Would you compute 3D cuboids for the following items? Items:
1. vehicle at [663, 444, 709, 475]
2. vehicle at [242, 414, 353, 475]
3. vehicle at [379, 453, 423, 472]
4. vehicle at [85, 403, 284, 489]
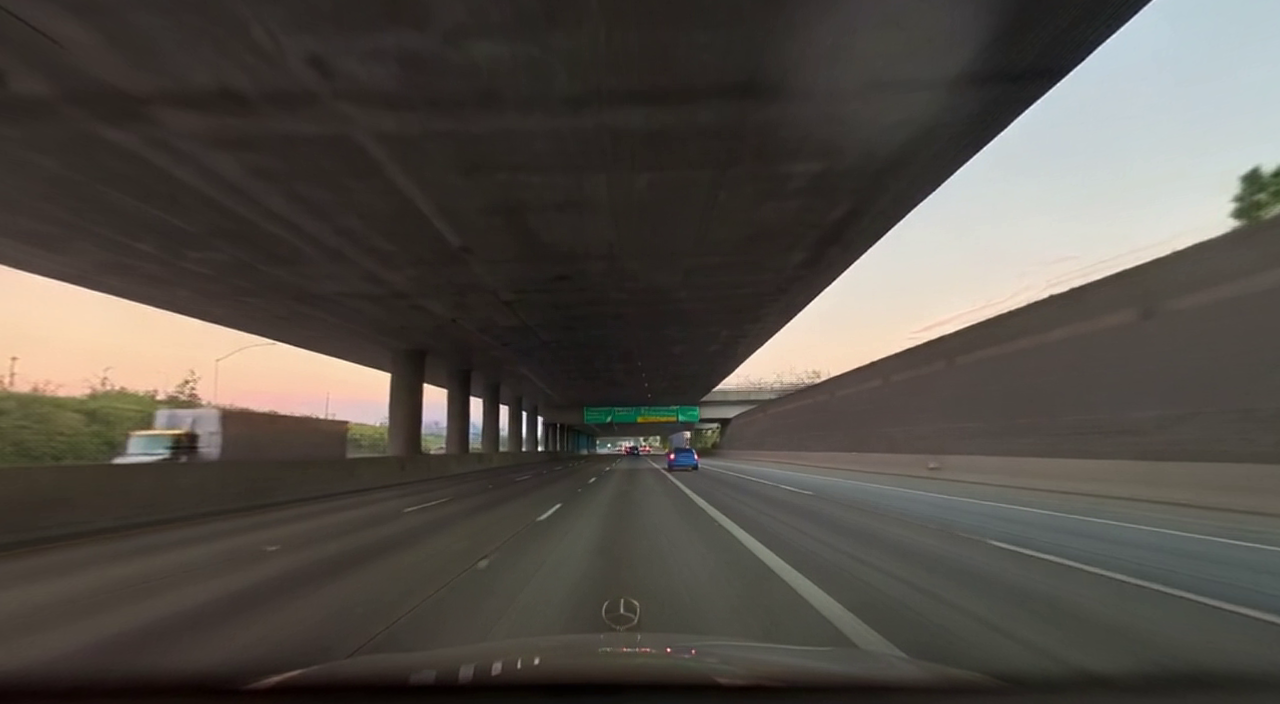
[{"bbox_3d":[2.388,5.708,33.632,2.055,1.501,4.321,0,-9,-1],"label":"vehicle"},{"bbox_3d":[-23.182,6.392,43.267,2.827,3.758,8.343,0,-9,0],"label":"vehicle"},{"bbox_3d":[-18.822,8.695,49.676,1.843,1.430,4.316,0,-9,0],"label":"vehicle"},{"bbox_3d":[-23.092,4.931,33.023,2.988,3.779,10.024,0,-9,-1],"label":"vehicle"}]
